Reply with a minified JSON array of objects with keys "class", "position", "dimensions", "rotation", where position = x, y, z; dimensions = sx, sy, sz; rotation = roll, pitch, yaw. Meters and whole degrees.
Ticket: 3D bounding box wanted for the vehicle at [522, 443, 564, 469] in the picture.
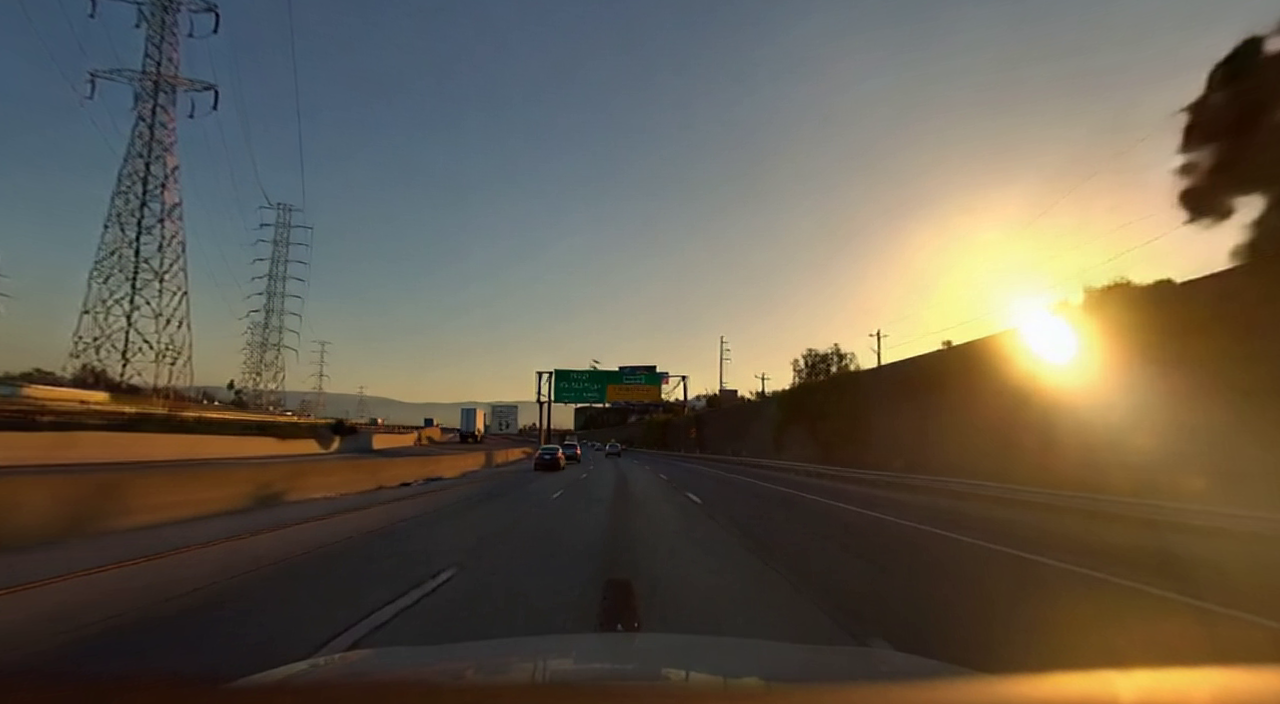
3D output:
[{"class":"vehicle","position":[-5.597,6.021,36.931],"dimensions":[1.921,1.420,4.078],"rotation":[0,-8,-2]}]
